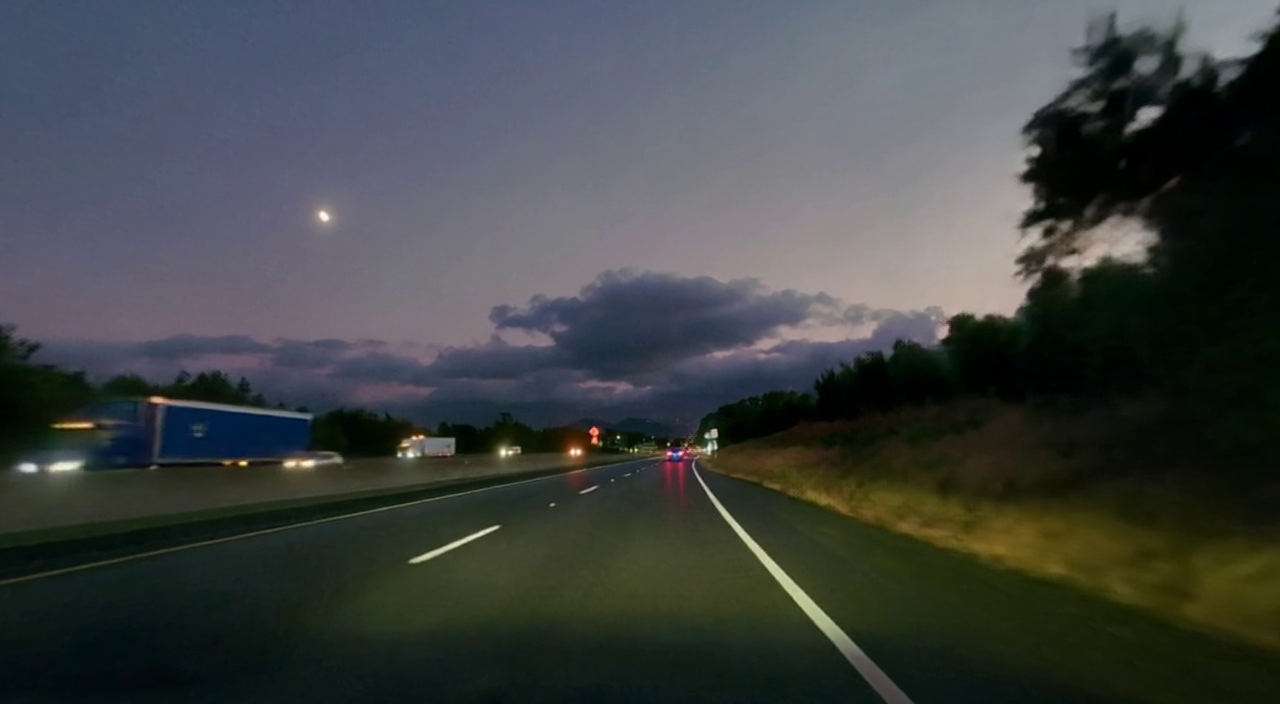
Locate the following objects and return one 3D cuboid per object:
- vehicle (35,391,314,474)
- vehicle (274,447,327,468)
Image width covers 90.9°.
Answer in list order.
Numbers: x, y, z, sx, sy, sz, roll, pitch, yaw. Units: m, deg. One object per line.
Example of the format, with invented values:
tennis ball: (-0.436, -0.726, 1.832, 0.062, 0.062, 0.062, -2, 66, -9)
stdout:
vehicle: (-28.894, 5.540, 41.649, 3.620, 4.302, 17.223, -1, -9, 7)
vehicle: (-23.708, 7.371, 44.100, 1.508, 1.359, 3.374, -1, -9, 7)
